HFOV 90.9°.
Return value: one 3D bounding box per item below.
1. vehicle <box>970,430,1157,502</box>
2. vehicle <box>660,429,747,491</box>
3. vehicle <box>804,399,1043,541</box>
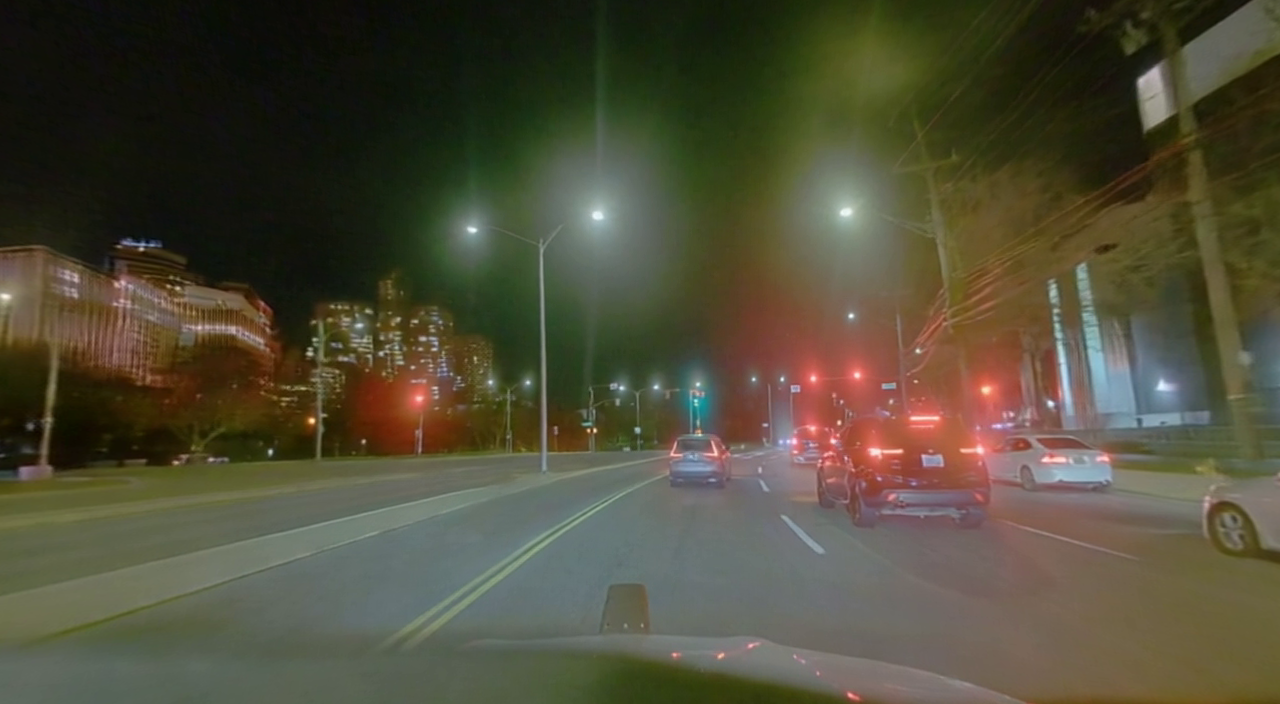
[{"bbox_3d":[9.982,2.700,15.380,1.882,1.463,4.543,-1,-8,8],"label":"vehicle"},{"bbox_3d":[1.899,3.000,17.861,2.168,1.527,4.174,-1,-8,9],"label":"vehicle"},{"bbox_3d":[4.305,1.884,10.671,2.119,1.810,4.848,-1,-8,5],"label":"vehicle"}]
